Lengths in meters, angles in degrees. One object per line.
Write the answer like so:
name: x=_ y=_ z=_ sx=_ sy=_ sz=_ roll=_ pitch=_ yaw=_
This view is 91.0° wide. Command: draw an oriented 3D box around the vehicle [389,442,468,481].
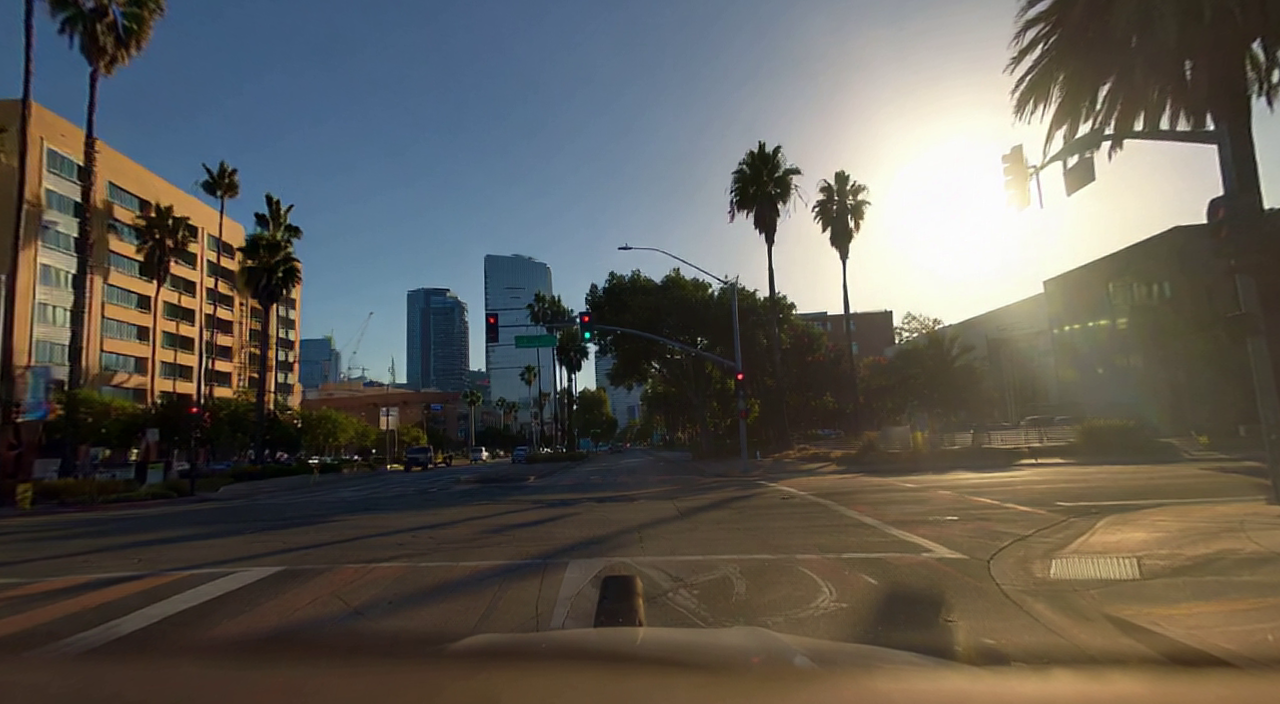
vehicle: x=-10.742 y=5.587 z=32.366 sx=2.270 sy=1.833 sz=4.860 roll=0 pitch=-9 yaw=1
